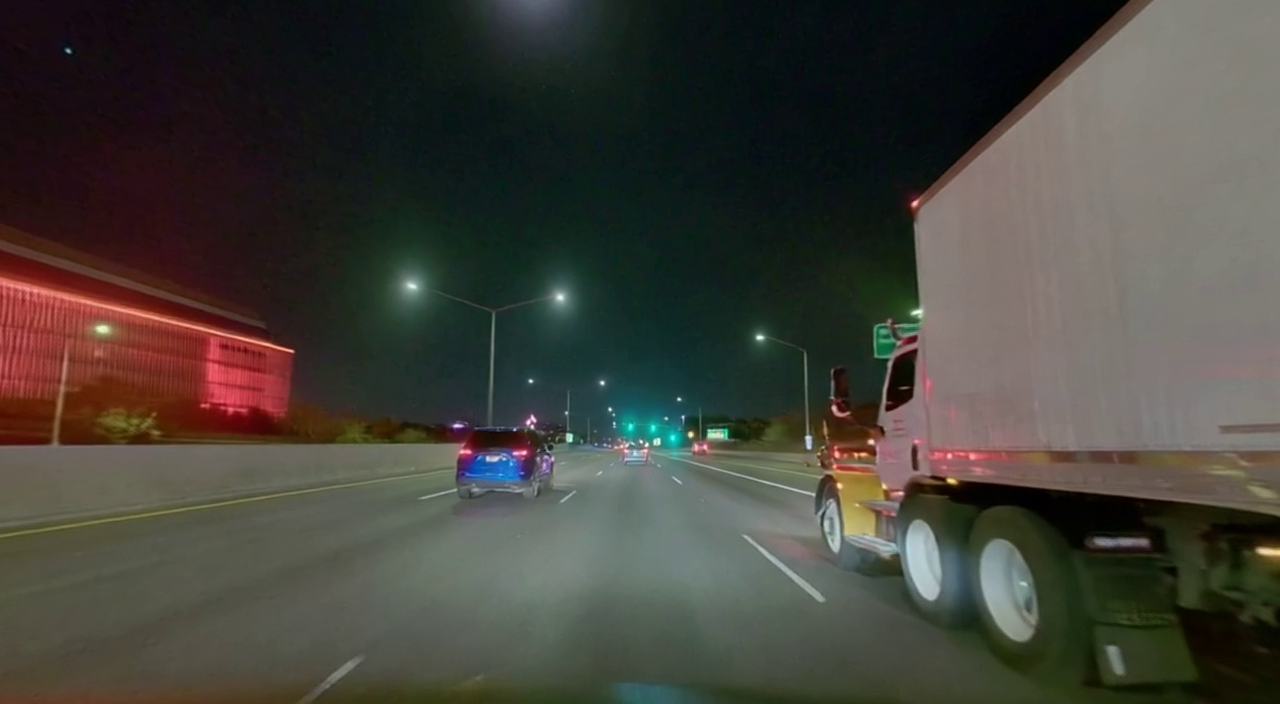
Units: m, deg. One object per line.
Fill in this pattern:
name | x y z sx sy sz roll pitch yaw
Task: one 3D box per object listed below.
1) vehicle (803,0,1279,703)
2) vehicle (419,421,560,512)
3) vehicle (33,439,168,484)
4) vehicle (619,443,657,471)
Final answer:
vehicle | 3.370 -0.003 1.670 2.934 3.325 10.986 0 -8 0
vehicle | -3.327 2.659 15.112 2.229 1.806 4.698 0 -8 0
vehicle | -20.124 4.074 23.800 1.718 1.506 3.774 -2 -8 0
vehicle | -0.152 5.635 34.149 1.929 1.395 3.999 0 -8 -1
